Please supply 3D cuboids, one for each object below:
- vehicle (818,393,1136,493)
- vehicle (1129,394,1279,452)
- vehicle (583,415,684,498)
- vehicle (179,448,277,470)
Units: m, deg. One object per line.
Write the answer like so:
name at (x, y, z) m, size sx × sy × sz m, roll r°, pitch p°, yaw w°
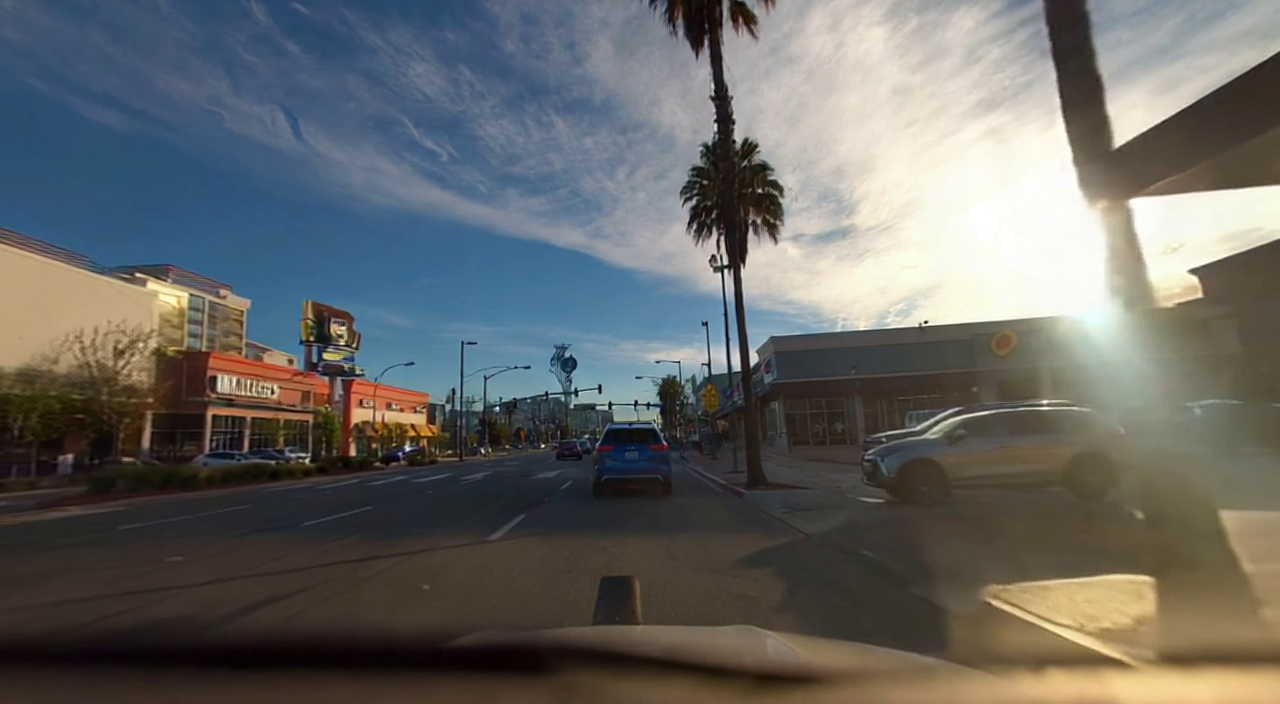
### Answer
vehicle at (6.214, 1.748, 12.215) m, size 4.828 × 1.733 × 2.231 m, roll 0°, pitch -8°, yaw -1°
vehicle at (19.887, 2.484, 21.398) m, size 2.080 × 1.702 × 5.430 m, roll 0°, pitch -8°, yaw -3°
vehicle at (-0.189, 2.610, 16.078) m, size 2.234 × 1.818 × 3.869 m, roll 0°, pitch -8°, yaw -1°
vehicle at (-27.358, 7.139, 42.157) m, size 5.154 × 1.343 × 1.943 m, roll 4°, pitch -9°, yaw -24°
